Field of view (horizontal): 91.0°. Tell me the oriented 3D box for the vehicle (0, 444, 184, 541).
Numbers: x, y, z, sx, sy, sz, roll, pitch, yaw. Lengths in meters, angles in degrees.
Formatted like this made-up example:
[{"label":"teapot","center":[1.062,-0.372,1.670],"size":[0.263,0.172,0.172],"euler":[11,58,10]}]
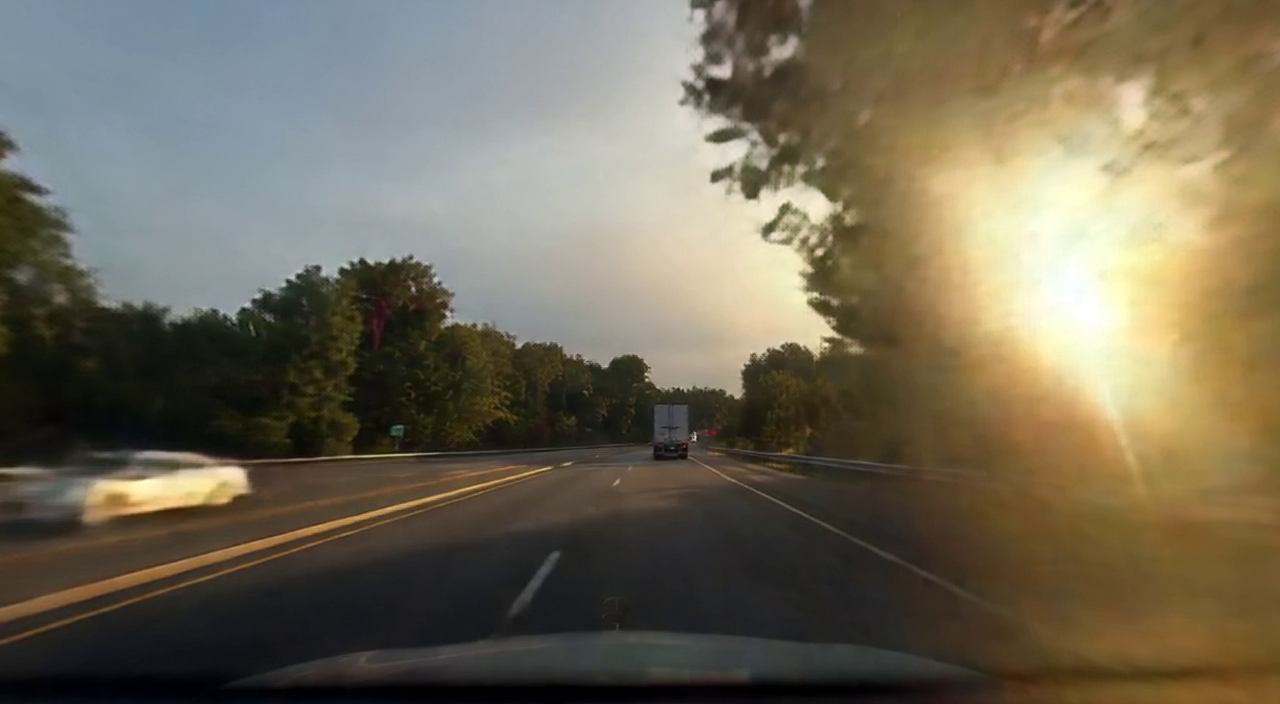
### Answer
[{"label":"vehicle","center":[-10.538,2.357,11.107],"size":[1.860,1.421,4.177],"euler":[-1,-8,0]}]
